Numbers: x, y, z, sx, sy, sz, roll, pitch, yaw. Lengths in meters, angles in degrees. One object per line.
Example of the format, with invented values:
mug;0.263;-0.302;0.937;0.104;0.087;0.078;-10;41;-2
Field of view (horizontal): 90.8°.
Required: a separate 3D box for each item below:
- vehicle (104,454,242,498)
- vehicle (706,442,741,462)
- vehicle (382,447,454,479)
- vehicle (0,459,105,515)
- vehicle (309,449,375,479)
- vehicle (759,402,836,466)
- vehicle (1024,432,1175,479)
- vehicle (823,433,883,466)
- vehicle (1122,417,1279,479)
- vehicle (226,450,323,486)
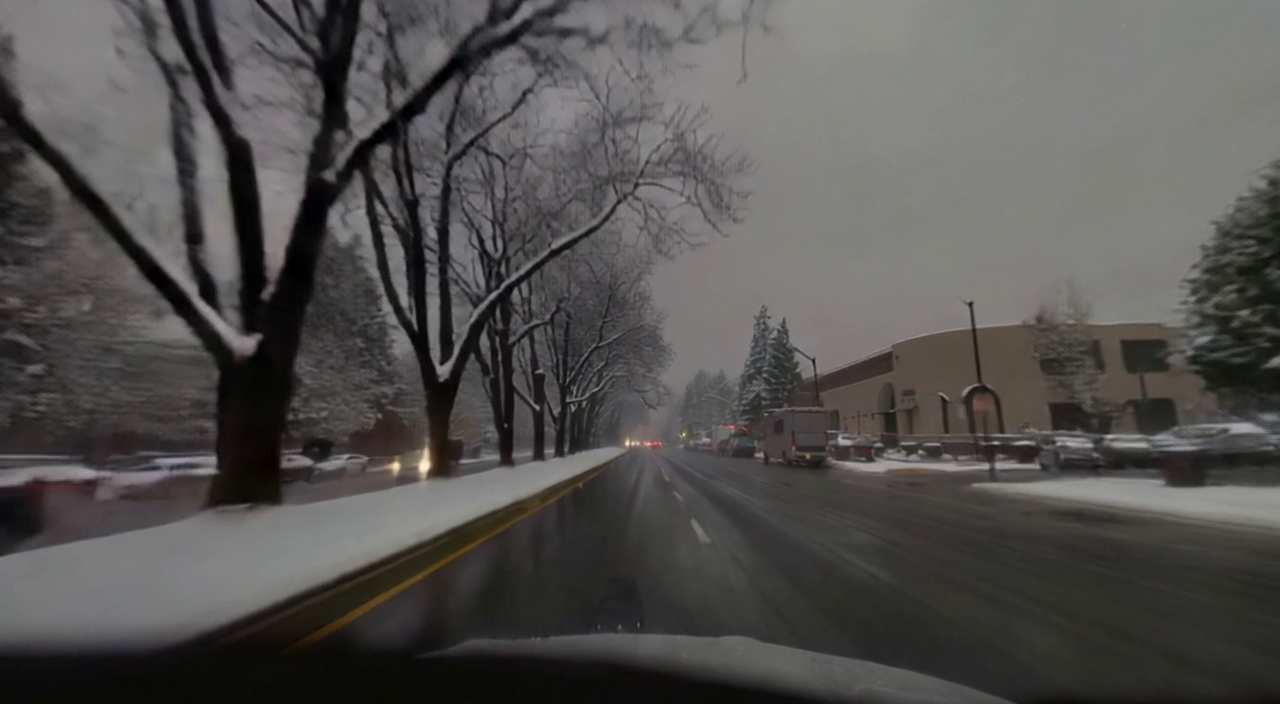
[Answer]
vehicle;-18.624;4.926;25.516;1.787;1.482;4.645;-1;-8;4
vehicle;6.246;7.493;47.542;1.972;1.417;4.239;0;-8;-1
vehicle;-10.914;5.452;31.419;1.973;1.442;4.241;-1;-8;2
vehicle;-18.918;3.985;18.743;1.890;1.468;4.727;-1;-8;1
vehicle;-17.513;6.546;37.318;1.772;1.480;4.499;-2;-8;-1
vehicle;10.302;5.580;42.443;2.879;3.765;8.904;-1;-8;1
vehicle;19.587;4.421;27.360;1.979;1.787;5.366;1;-8;-8
vehicle;14.244;6.561;42.690;2.203;2.052;5.314;-1;-8;0
vehicle;18.084;2.961;19.553;1.939;1.680;4.668;2;-9;-15
vehicle;-17.987;5.723;31.397;1.803;1.476;4.590;-2;-8;5
